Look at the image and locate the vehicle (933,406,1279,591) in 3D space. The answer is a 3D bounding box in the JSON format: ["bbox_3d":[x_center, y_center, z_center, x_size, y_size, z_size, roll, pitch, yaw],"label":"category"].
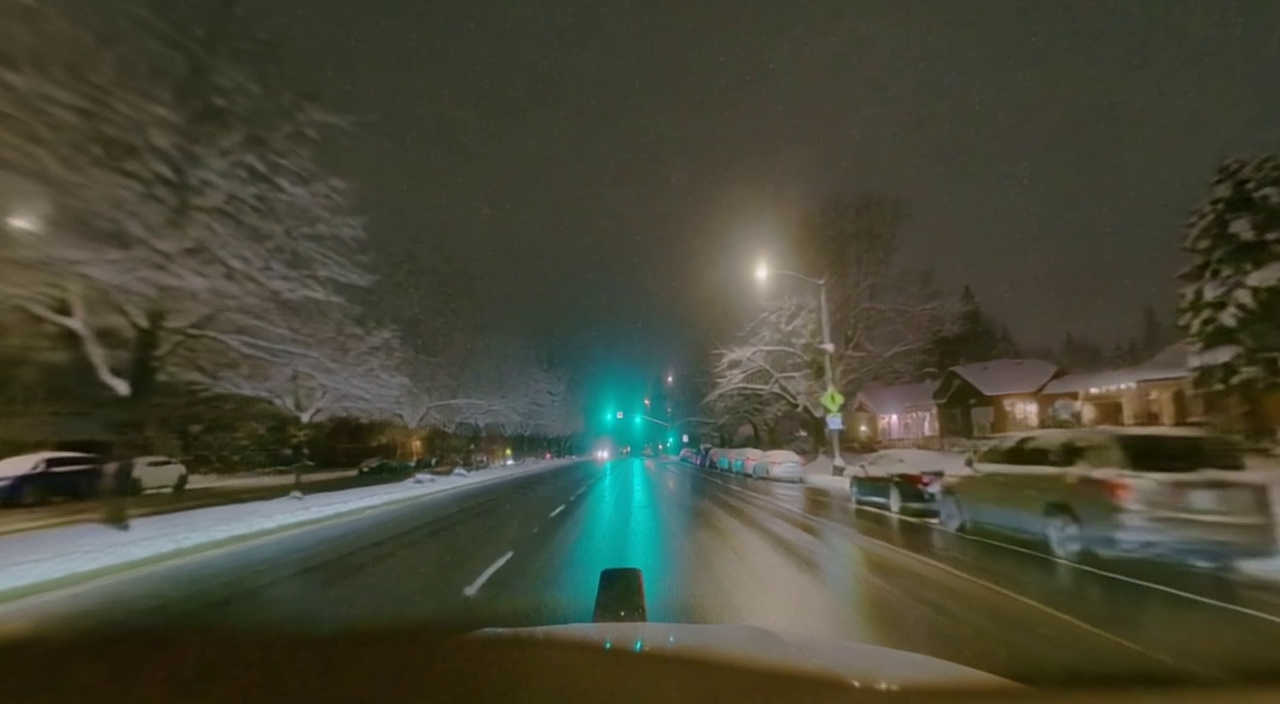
[{"bbox_3d":[6.417,1.858,8.884,2.032,1.844,4.964,0,-9,-1],"label":"vehicle"}]

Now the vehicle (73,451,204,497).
[{"bbox_3d":[-21.725,5.248,27.508,1.965,1.523,4.798,-1,-6,-2],"label":"vehicle"}]

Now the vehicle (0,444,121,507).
[{"bbox_3d":[-21.519,4.234,21.839,2.196,1.854,5.677,-1,-7,-1],"label":"vehicle"}]

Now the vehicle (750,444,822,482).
[{"bbox_3d":[6.336,4.879,27.866,1.922,1.494,4.772,0,-9,-2],"label":"vehicle"}]

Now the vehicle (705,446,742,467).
[{"bbox_3d":[6.094,7.713,46.463,1.945,1.481,4.421,1,-9,-3],"label":"vehicle"}]
